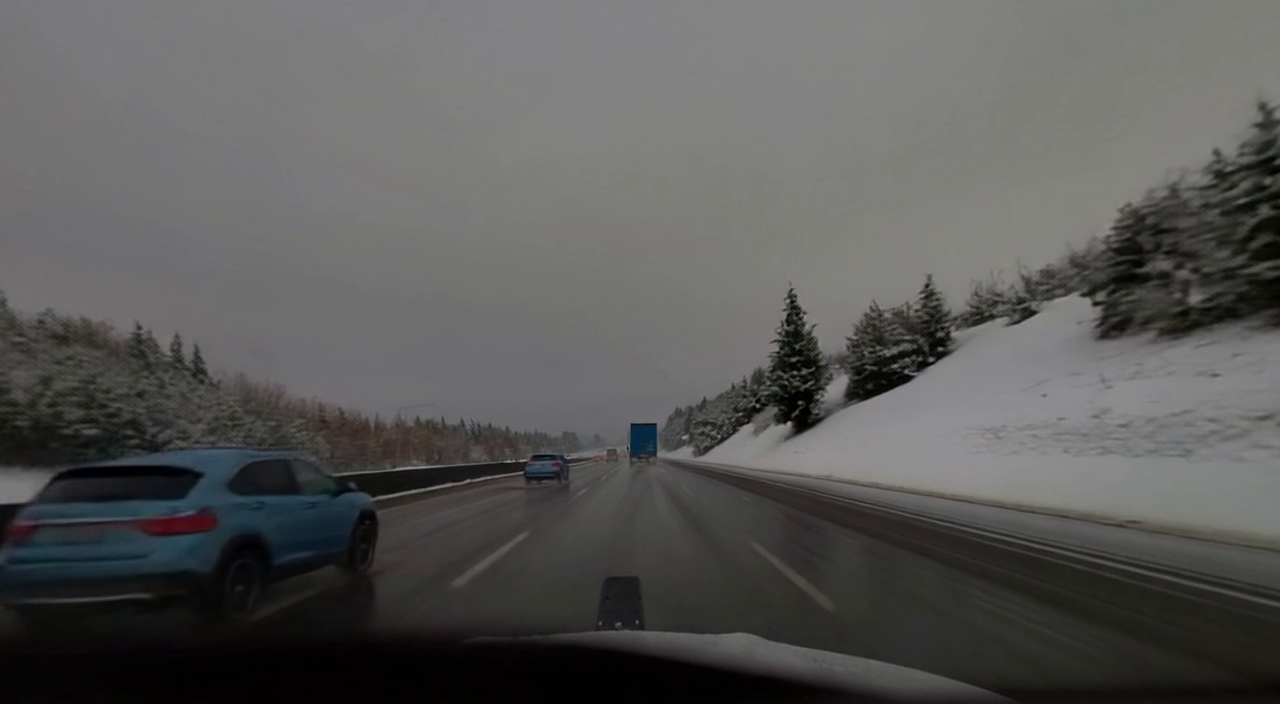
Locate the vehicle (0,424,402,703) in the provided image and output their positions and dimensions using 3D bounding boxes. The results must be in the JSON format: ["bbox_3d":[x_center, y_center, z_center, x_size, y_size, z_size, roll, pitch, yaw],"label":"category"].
[{"bbox_3d":[-3.834,1.398,4.897,2.053,1.489,4.740,0,-9,1],"label":"vehicle"}]

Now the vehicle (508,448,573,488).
[{"bbox_3d":[-4.090,4.864,26.697,2.051,1.537,4.111,0,-9,0],"label":"vehicle"}]
